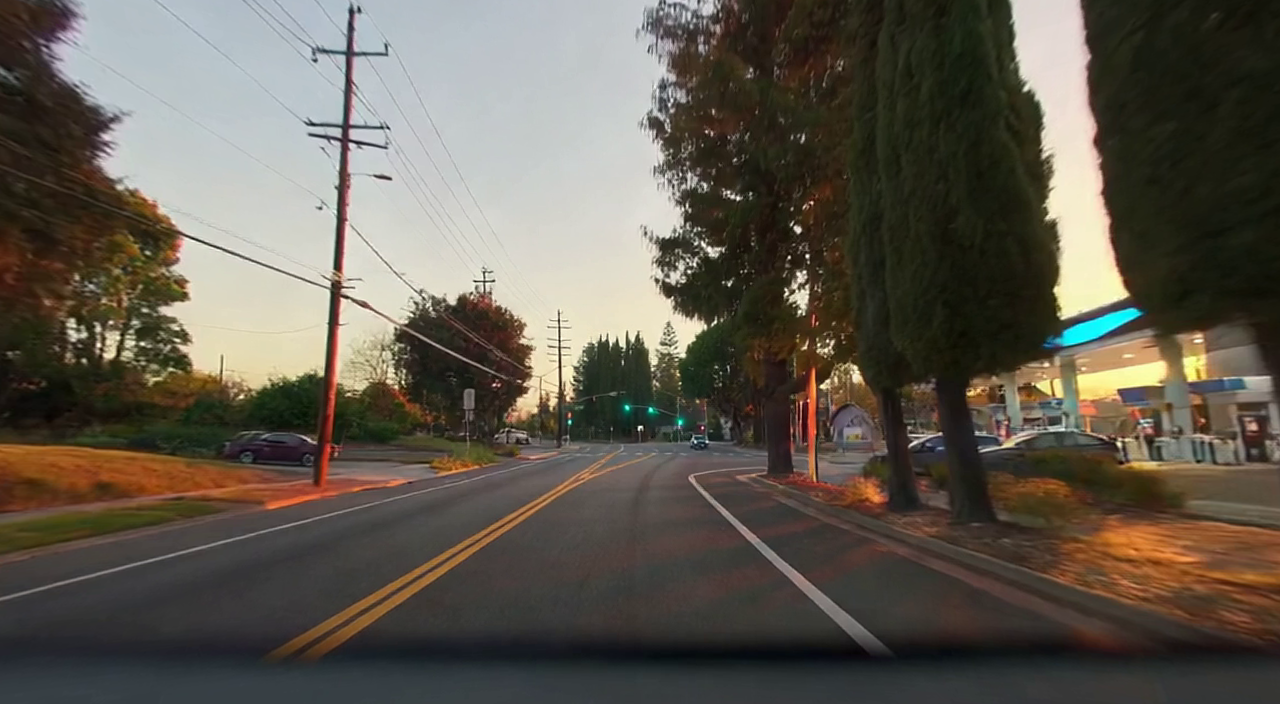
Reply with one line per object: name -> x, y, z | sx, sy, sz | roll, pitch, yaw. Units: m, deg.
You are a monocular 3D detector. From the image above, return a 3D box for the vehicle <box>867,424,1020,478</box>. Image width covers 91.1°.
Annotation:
vehicle -> 10.908, 3.614, 23.012 | 4.736, 1.816, 1.999 | -3, -9, 17

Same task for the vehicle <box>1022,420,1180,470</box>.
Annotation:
vehicle -> 16.551, 3.374, 22.740 | 4.102, 1.683, 1.879 | -1, -10, 5

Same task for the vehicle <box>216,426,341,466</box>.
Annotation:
vehicle -> -14.894, 3.924, 26.260 | 2.009, 1.526, 4.730 | -1, -8, 6
